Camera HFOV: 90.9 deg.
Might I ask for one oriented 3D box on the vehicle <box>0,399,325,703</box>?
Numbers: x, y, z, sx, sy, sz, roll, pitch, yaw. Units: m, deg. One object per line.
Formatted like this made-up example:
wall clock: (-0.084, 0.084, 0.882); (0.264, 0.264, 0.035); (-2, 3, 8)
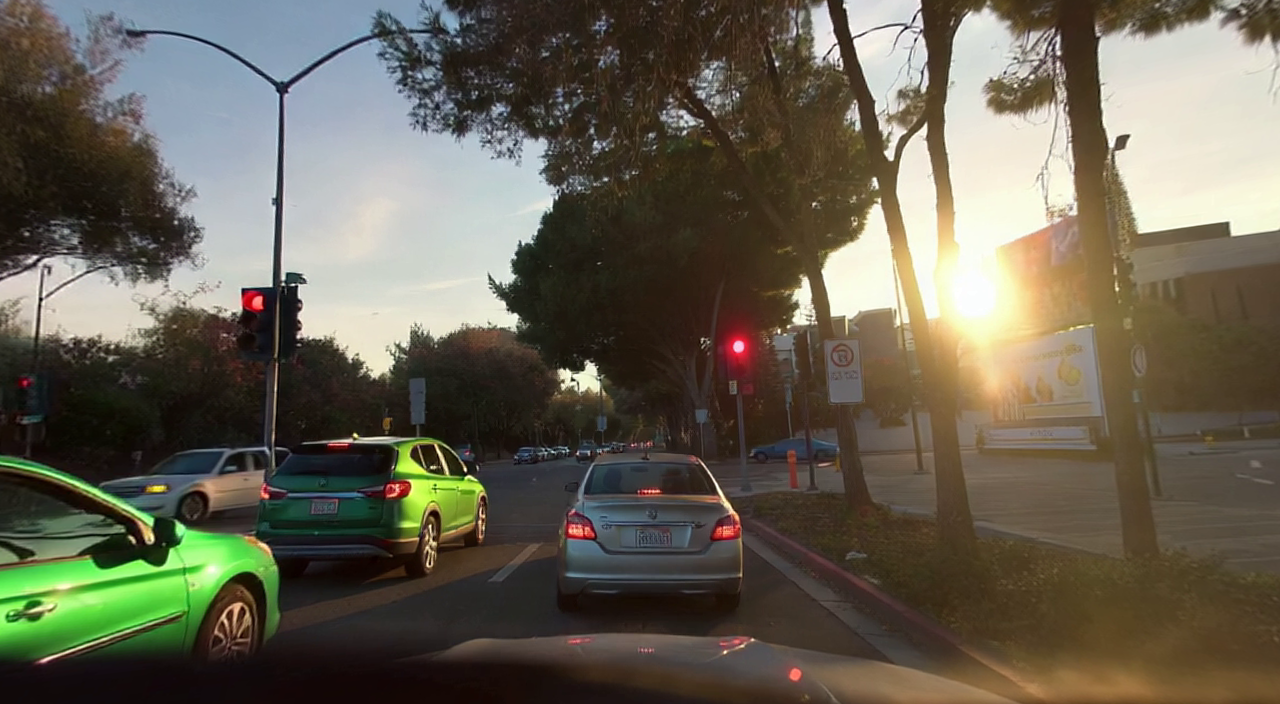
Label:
vehicle: (-3.148, 0.973, 2.426); (1.808, 1.520, 3.846); (-1, -9, 1)

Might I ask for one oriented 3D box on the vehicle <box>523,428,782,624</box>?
vehicle: (0.031, 1.600, 6.629); (1.977, 1.467, 3.474); (0, -9, -2)

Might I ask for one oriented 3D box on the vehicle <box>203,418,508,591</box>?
vehicle: (-3.165, 1.782, 8.140); (1.950, 1.628, 4.082); (-1, -9, 1)

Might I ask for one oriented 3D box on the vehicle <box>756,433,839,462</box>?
vehicle: (8.457, 5.139, 33.850); (4.165, 1.462, 1.914); (-3, -9, 17)
